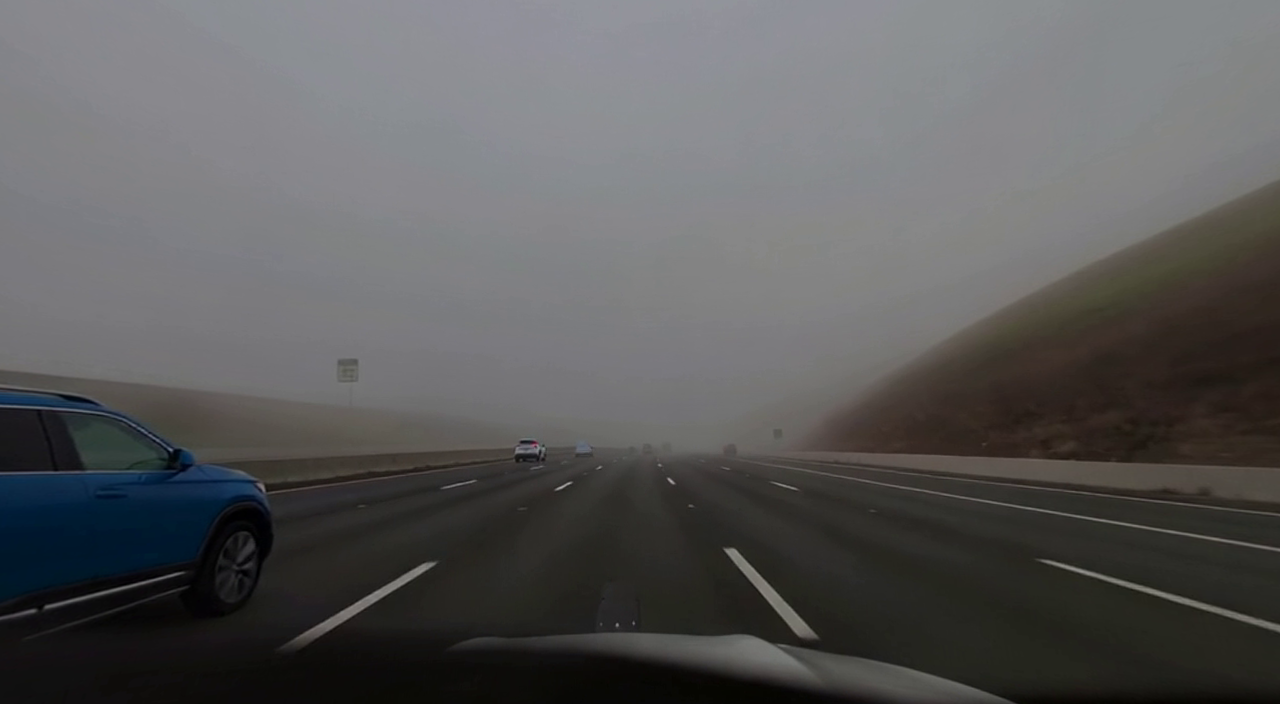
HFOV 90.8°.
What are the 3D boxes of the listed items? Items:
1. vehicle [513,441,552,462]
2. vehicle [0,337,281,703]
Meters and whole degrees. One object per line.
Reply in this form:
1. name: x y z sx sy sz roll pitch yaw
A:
1. vehicle: -7.931 7.390 47.144 2.054 1.474 4.450 0 -9 1
2. vehicle: -3.643 0.756 2.249 2.047 1.715 4.689 0 -9 -1
